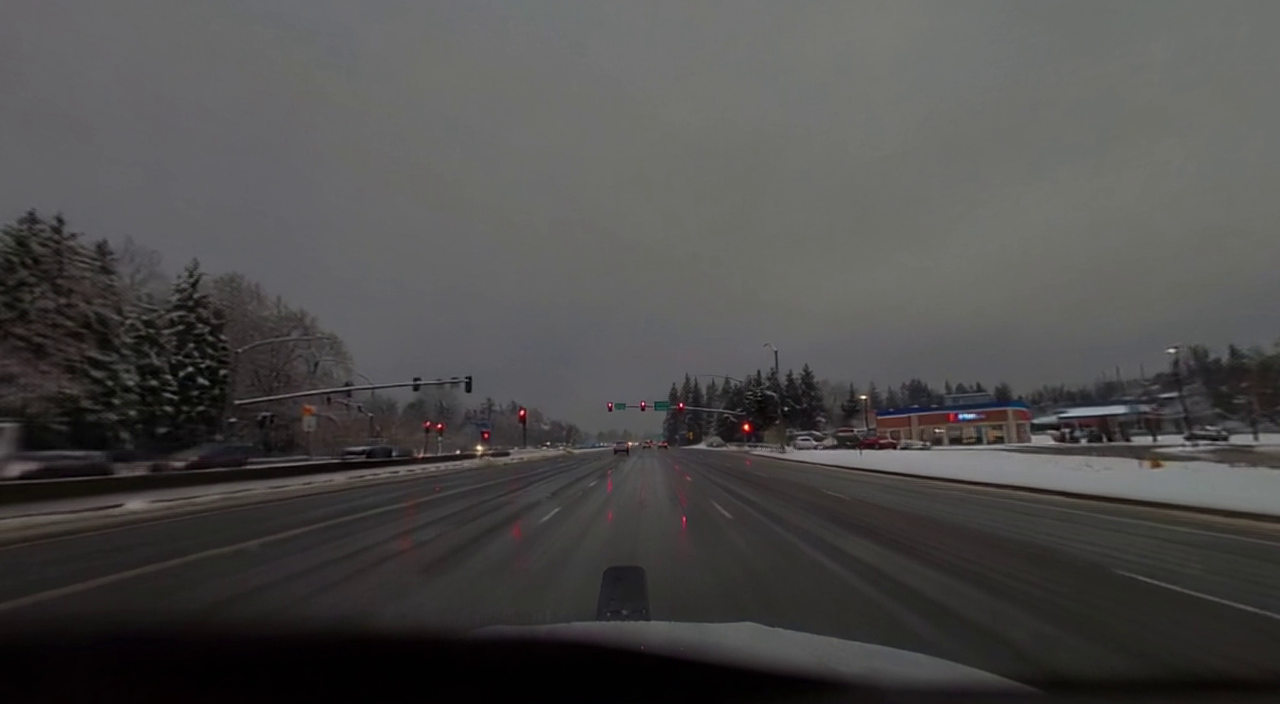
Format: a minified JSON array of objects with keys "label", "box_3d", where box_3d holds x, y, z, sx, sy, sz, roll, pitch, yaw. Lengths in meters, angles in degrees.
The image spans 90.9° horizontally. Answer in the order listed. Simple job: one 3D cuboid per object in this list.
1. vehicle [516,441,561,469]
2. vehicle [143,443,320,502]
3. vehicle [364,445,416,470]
[{"label":"vehicle","box_3d":[-5.952,6.066,37.394,1.843,1.528,4.121,0,-8,2]},{"label":"vehicle","box_3d":[-11.118,3.269,17.659,1.937,1.426,4.529,0,-8,0]},{"label":"vehicle","box_3d":[-18.043,7.620,45.778,1.926,1.659,4.426,0,-8,0]}]
